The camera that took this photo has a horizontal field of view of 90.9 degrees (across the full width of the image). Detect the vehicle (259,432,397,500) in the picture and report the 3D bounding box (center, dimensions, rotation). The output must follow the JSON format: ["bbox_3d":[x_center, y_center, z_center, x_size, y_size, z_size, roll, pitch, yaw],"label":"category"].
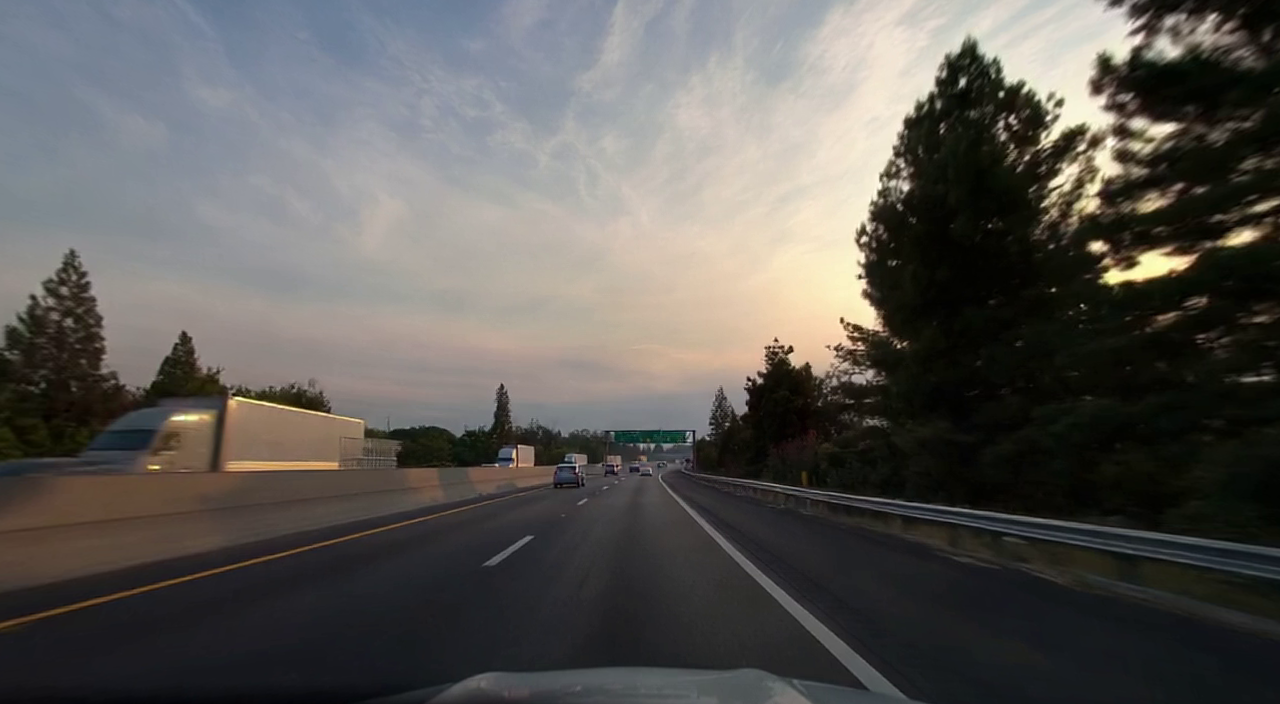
[{"bbox_3d":[-12.926,4.866,26.868,2.247,2.499,6.794,1,-11,1],"label":"vehicle"}]

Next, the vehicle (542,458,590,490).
[{"bbox_3d":[-4.353,7.261,37.580,2.160,1.721,4.368,1,-11,2],"label":"vehicle"}]

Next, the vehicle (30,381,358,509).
[{"bbox_3d":[-17.463,4.301,27.472,2.882,3.981,15.102,1,-11,2],"label":"vehicle"}]
